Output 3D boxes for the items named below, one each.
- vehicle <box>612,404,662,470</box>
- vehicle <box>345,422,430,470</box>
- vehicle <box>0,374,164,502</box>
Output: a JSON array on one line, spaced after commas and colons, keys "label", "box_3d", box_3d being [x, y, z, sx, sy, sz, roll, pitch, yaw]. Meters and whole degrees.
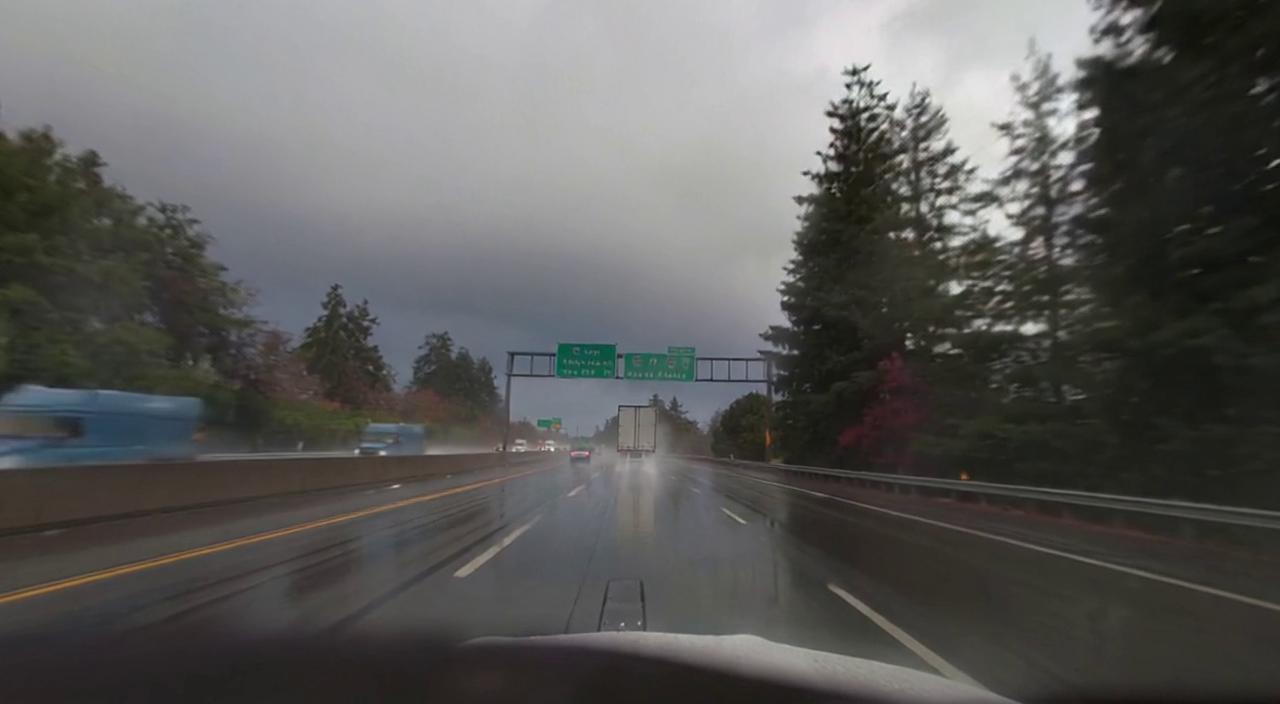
[{"label": "vehicle", "box_3d": [-0.302, 5.952, 43.477, 2.962, 3.953, 10.696, 0, -9, -1]}, {"label": "vehicle", "box_3d": [-13.293, 5.030, 33.666, 2.229, 2.282, 5.782, 0, -9, -1]}, {"label": "vehicle", "box_3d": [-13.651, 1.850, 13.386, 2.459, 2.466, 5.747, 0, -9, 0]}]
